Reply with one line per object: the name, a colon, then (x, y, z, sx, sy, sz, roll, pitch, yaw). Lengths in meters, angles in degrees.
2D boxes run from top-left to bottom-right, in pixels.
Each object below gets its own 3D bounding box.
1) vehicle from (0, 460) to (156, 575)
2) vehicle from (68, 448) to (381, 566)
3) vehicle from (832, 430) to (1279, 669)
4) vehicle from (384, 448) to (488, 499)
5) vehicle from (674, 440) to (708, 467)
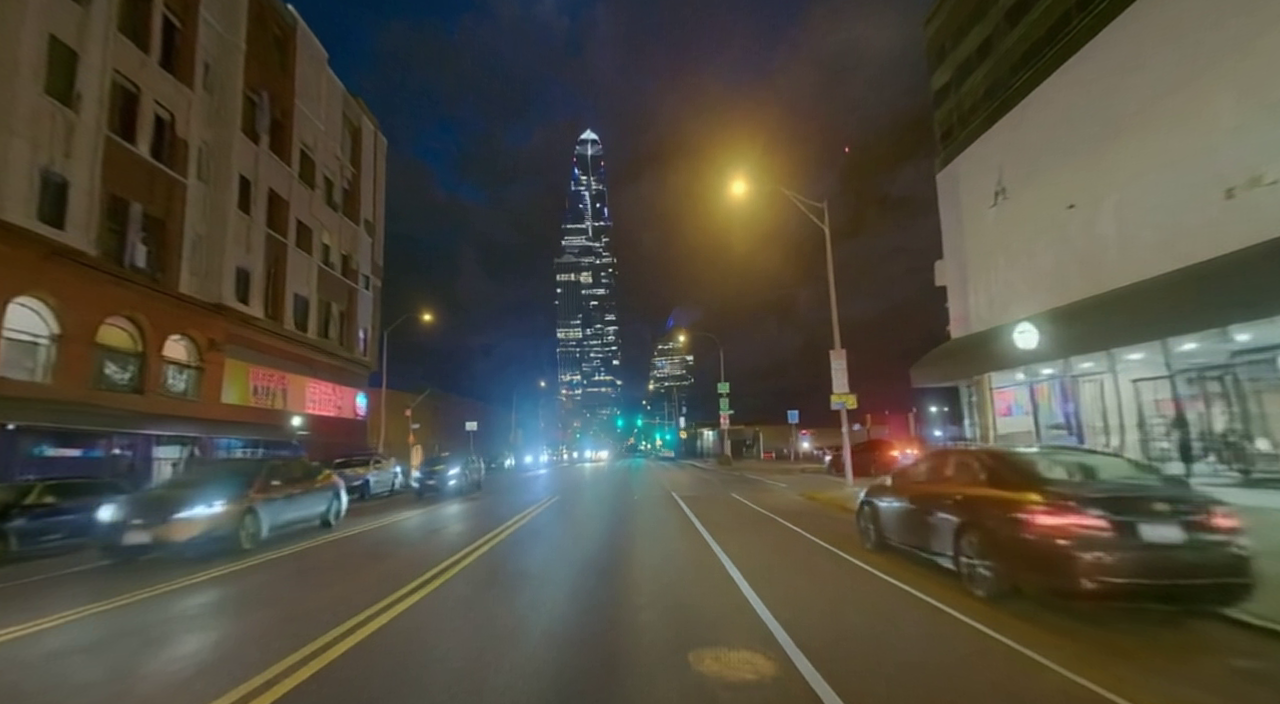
vehicle: (-11.118, 2.937, 11.426, 1.812, 1.538, 3.761, -3, -5, 0)
vehicle: (-6.384, 2.378, 10.634, 1.993, 1.484, 4.812, 0, -8, 0)
vehicle: (3.709, 1.596, 6.425, 1.937, 1.481, 4.760, 0, -8, -1)
vehicle: (-6.641, 3.978, 21.169, 1.962, 1.475, 4.580, 0, -8, 0)
vehicle: (3.563, 7.176, 44.814, 2.118, 1.779, 5.121, -1, -8, 2)
